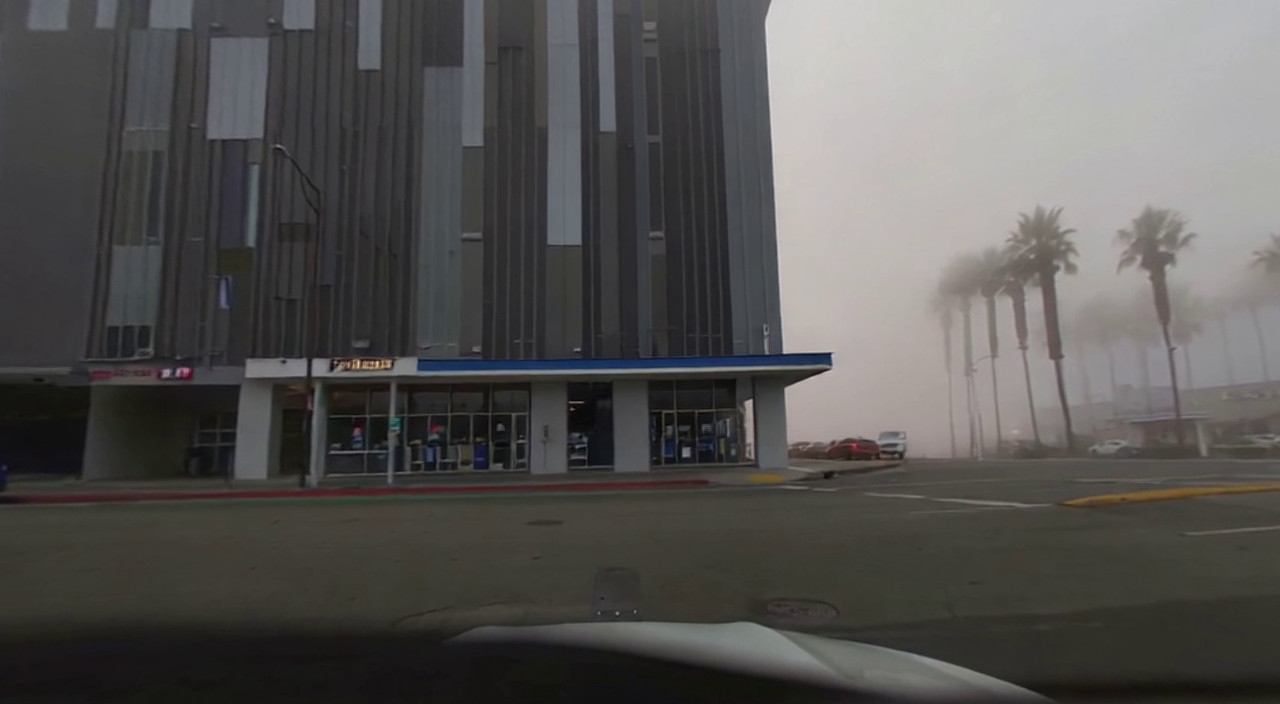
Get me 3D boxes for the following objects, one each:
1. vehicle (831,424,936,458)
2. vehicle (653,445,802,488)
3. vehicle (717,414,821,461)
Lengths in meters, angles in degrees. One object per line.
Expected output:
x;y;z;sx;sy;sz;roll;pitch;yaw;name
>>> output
17.760;6.484;46.148;7.026;2.329;2.545;3;-7;-17;vehicle
3.015;3.908;21.840;4.782;1.371;1.763;3;-9;-18;vehicle
7.533;5.021;36.901;5.524;2.504;2.196;4;-8;-14;vehicle
